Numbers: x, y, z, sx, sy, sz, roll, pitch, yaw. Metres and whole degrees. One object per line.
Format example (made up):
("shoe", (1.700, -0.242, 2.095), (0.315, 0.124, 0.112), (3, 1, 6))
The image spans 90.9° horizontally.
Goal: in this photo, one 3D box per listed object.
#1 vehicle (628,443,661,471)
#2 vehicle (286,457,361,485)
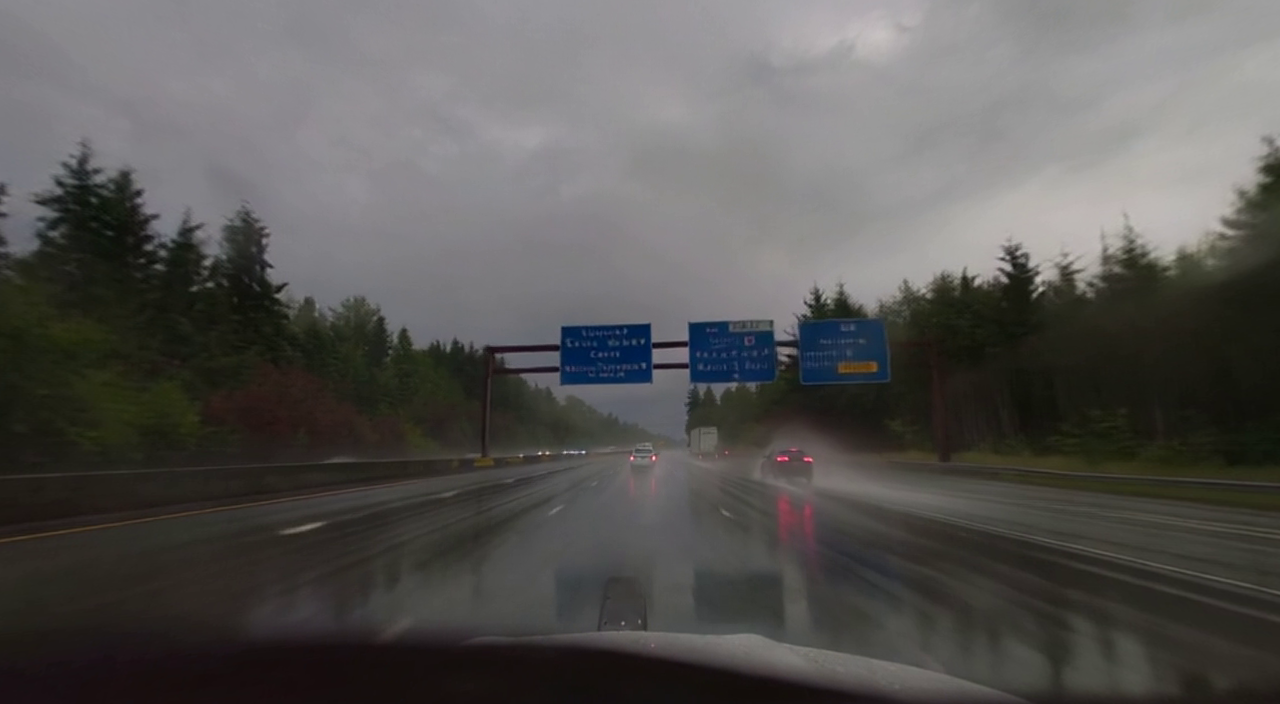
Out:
("vehicle", (0.300, 7.218, 43.486), (2.167, 1.847, 4.097), (0, -9, 0))
("vehicle", (-18.070, 6.778, 36.218), (1.859, 1.437, 4.679), (0, -9, 1))
